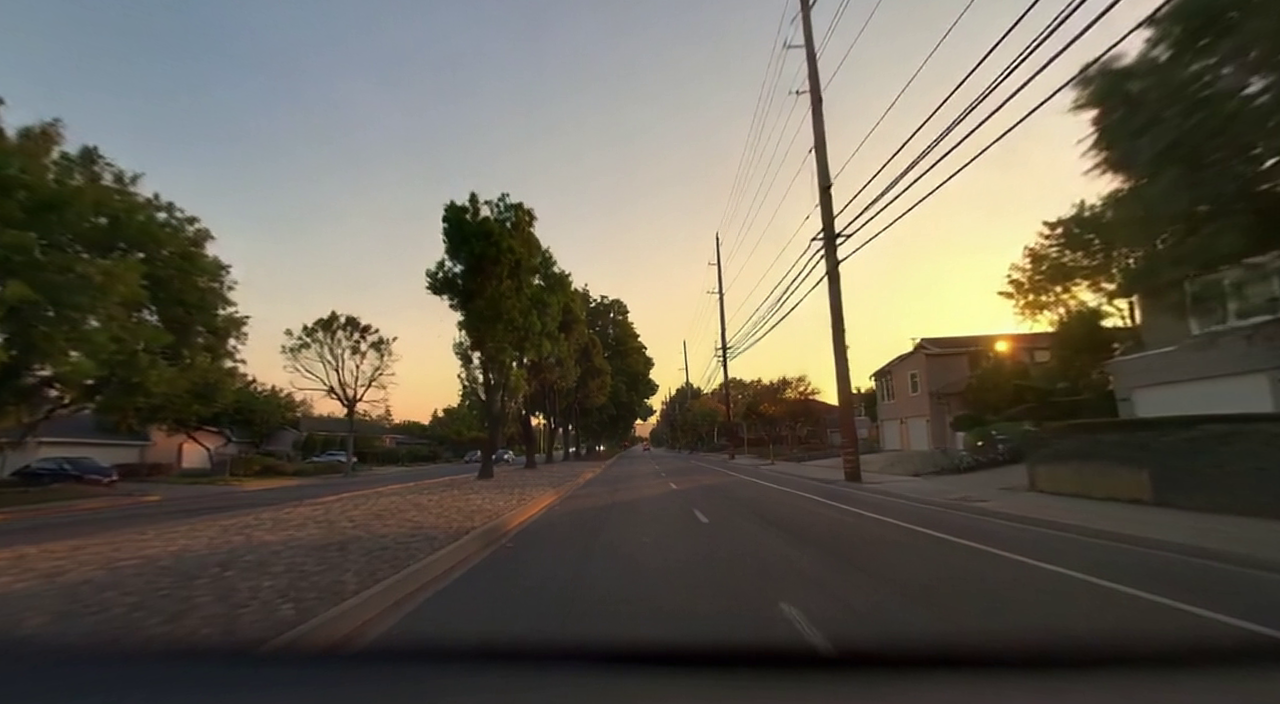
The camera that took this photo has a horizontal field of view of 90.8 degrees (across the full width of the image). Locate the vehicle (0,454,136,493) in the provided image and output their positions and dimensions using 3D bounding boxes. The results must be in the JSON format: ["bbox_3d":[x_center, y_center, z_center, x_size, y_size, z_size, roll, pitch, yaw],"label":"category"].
[{"bbox_3d":[-26.978,5.674,29.703,4.929,1.667,1.930,0,-8,2],"label":"vehicle"}]
